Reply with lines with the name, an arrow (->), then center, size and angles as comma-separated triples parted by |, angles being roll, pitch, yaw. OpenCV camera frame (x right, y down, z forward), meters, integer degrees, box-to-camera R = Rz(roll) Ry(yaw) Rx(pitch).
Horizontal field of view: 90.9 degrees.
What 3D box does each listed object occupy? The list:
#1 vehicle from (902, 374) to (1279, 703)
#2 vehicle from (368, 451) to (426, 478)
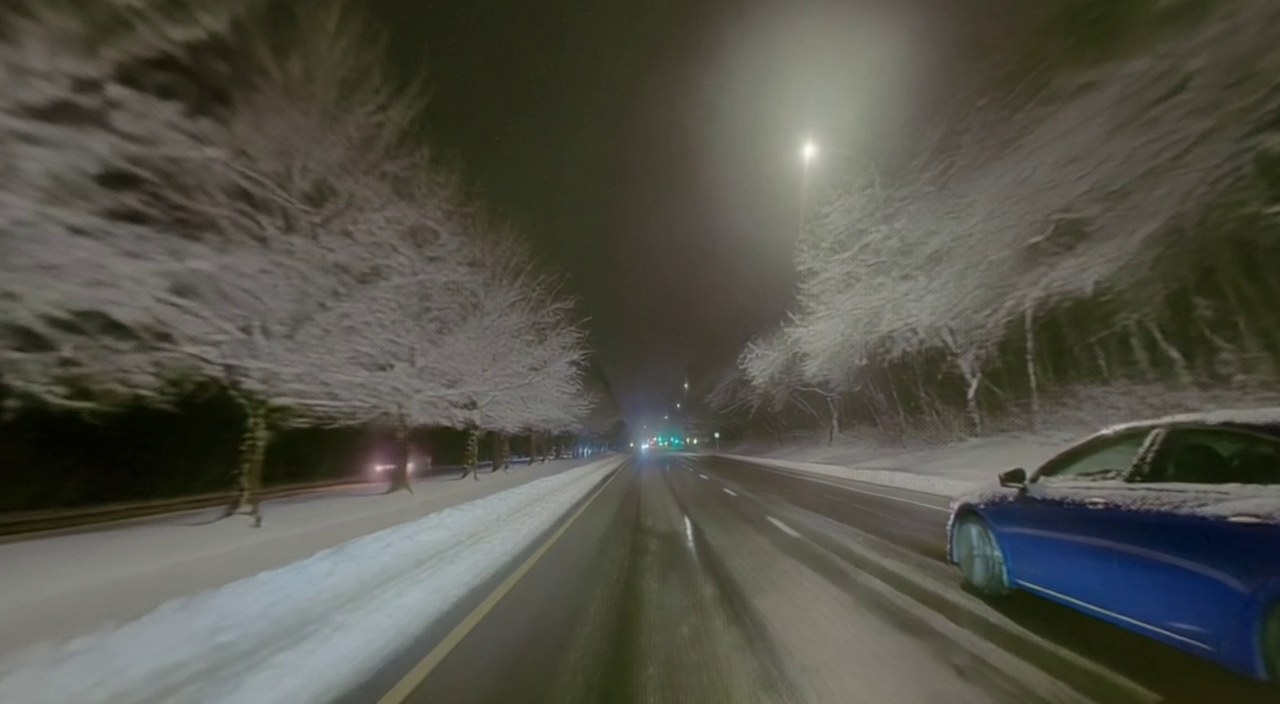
vehicle -> 3.392, 0.972, 3.222 | 2.061, 1.503, 4.823 | 0, -8, 0
vehicle -> -15.832, 7.325, 41.253 | 1.893, 1.571, 4.390 | -1, -8, 2
